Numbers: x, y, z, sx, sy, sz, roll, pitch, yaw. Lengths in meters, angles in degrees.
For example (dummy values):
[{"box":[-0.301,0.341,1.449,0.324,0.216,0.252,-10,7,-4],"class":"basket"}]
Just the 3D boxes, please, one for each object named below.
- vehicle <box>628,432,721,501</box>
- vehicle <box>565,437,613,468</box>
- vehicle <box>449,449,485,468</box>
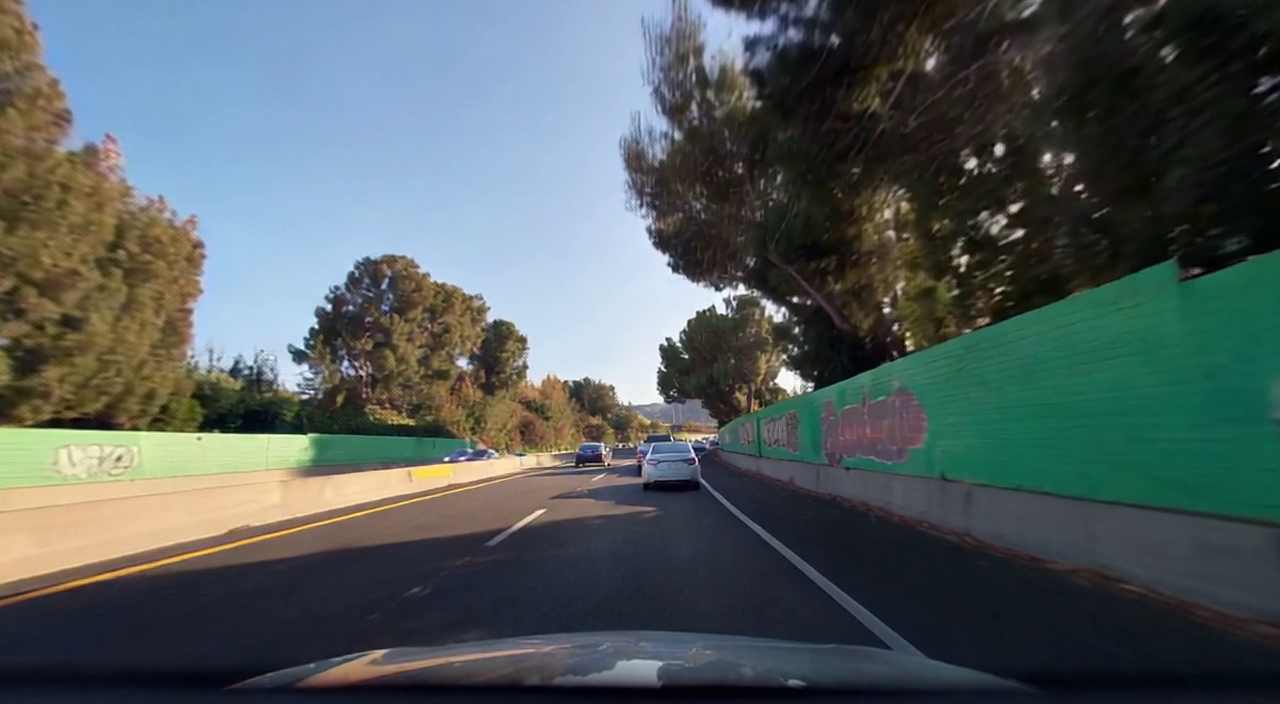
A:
[{"box":[0.789,2.829,15.997,2.077,1.533,3.854,0,-8,1],"class":"vehicle"},{"box":[-2.696,5.387,34.032,2.105,1.571,3.727,0,-8,3],"class":"vehicle"},{"box":[-13.330,8.219,48.695,1.684,1.412,3.399,0,-8,3],"class":"vehicle"}]
